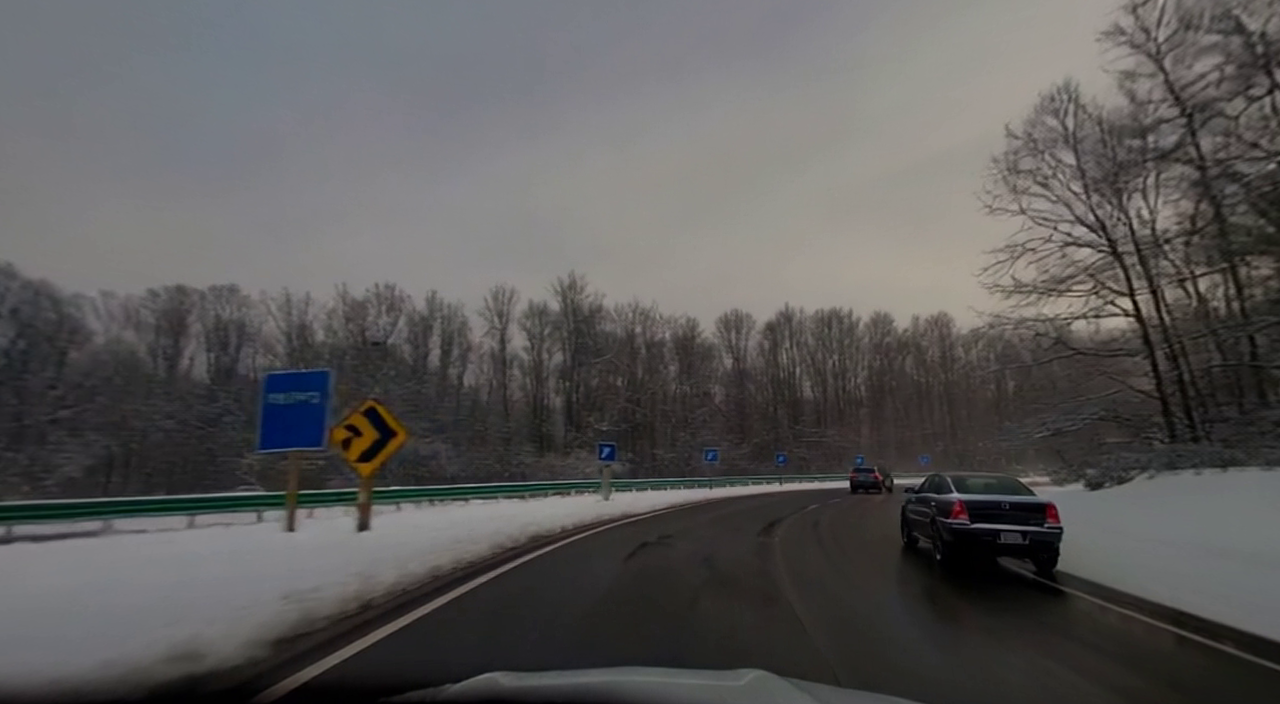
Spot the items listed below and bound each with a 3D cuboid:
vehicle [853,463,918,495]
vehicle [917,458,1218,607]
[{"bbox_3d":[12.719,6.529,32.547,1.992,1.503,3.793,-7,-13,39],"label":"vehicle"},{"bbox_3d":[5.761,2.424,9.296,2.023,1.593,4.105,-1,-10,9],"label":"vehicle"}]
